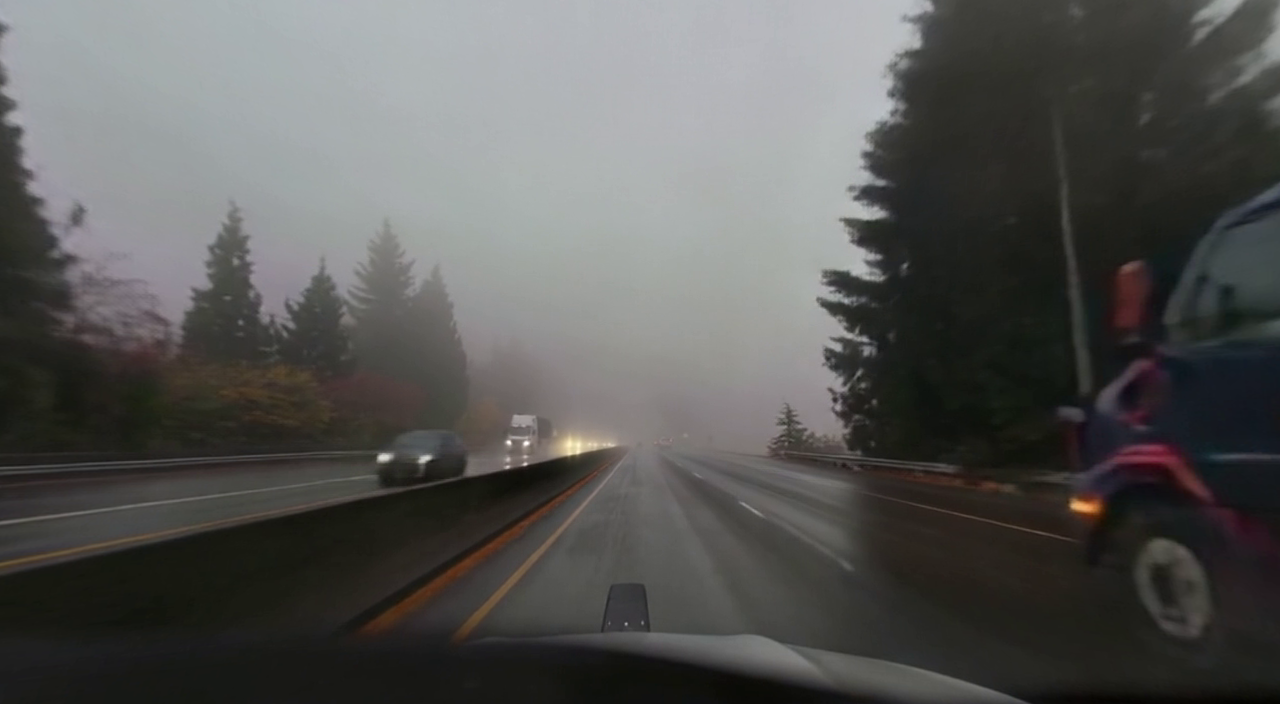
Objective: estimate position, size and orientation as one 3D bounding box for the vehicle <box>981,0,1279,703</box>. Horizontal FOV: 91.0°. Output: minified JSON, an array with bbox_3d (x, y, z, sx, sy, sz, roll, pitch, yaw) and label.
[{"bbox_3d":[4.060,-0.476,1.088,3.057,4.041,6.788,0,-8,1],"label":"vehicle"}]

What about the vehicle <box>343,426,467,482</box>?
[{"bbox_3d":[-7.490,3.306,20.694,2.112,1.626,4.815,0,-8,1],"label":"vehicle"}]
